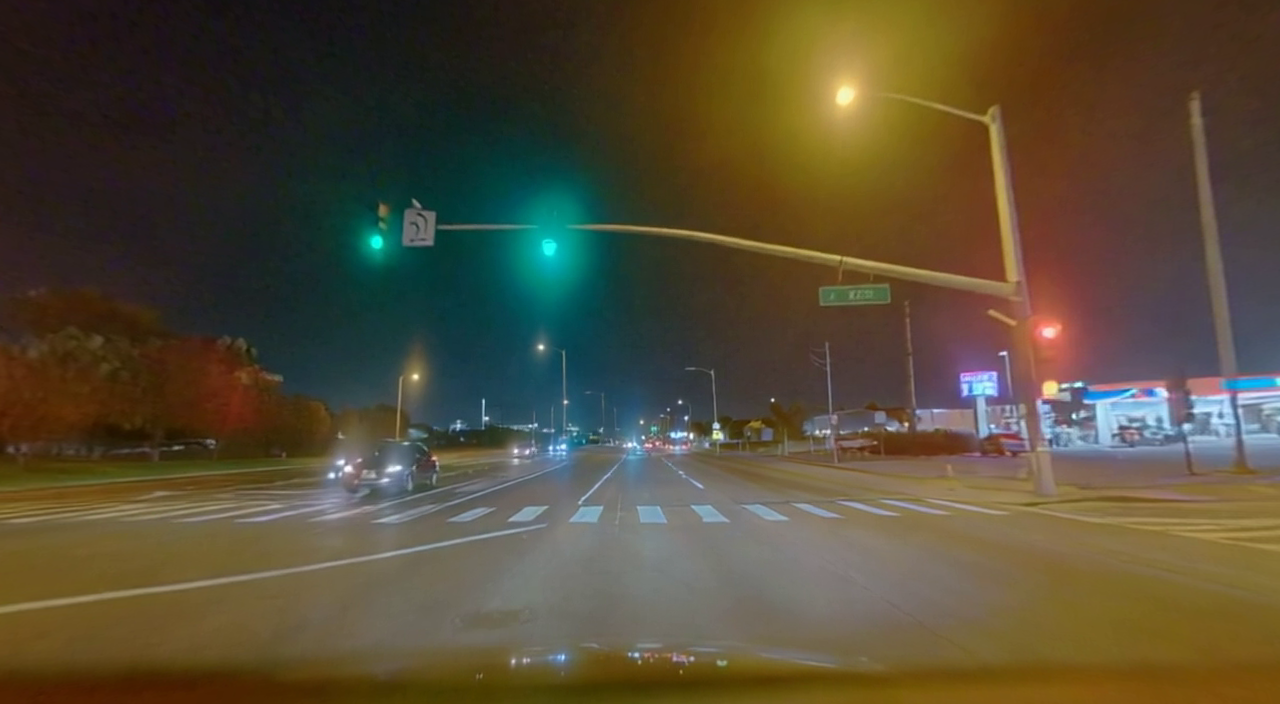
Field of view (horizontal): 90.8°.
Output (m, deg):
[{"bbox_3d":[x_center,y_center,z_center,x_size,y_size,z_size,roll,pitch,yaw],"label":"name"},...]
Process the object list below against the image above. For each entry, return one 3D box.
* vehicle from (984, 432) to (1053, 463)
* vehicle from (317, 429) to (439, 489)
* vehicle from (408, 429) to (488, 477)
[{"bbox_3d":[20.235,5.075,33.690,2.094,1.488,4.433,-8,-11,43],"label":"vehicle"},{"bbox_3d":[-8.484,3.479,21.068,1.946,1.710,5.044,-1,-8,0],"label":"vehicle"},{"bbox_3d":[-8.364,4.414,28.032,2.037,1.799,4.928,-3,-7,0],"label":"vehicle"}]
